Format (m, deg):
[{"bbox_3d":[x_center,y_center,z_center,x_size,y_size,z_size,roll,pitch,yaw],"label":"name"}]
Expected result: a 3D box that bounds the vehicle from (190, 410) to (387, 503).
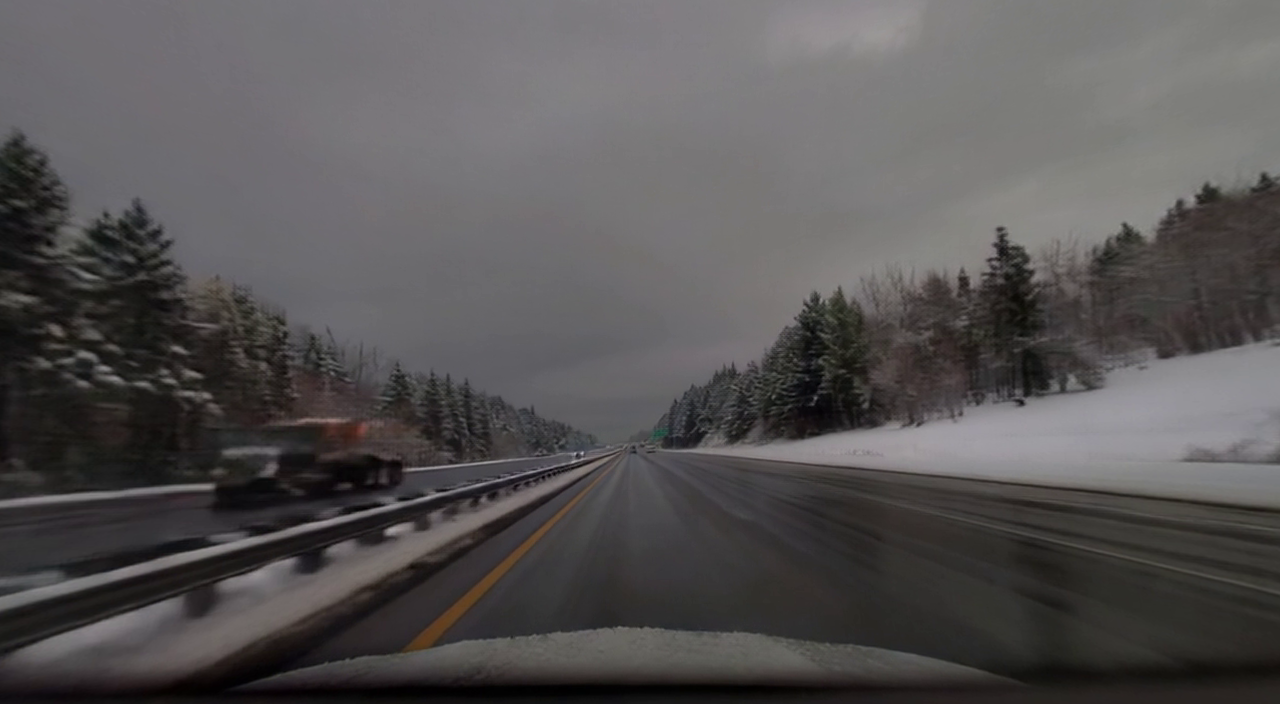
[{"bbox_3d":[-13.128,4.051,24.720,2.914,2.958,8.402,-1,-9,0],"label":"vehicle"}]
